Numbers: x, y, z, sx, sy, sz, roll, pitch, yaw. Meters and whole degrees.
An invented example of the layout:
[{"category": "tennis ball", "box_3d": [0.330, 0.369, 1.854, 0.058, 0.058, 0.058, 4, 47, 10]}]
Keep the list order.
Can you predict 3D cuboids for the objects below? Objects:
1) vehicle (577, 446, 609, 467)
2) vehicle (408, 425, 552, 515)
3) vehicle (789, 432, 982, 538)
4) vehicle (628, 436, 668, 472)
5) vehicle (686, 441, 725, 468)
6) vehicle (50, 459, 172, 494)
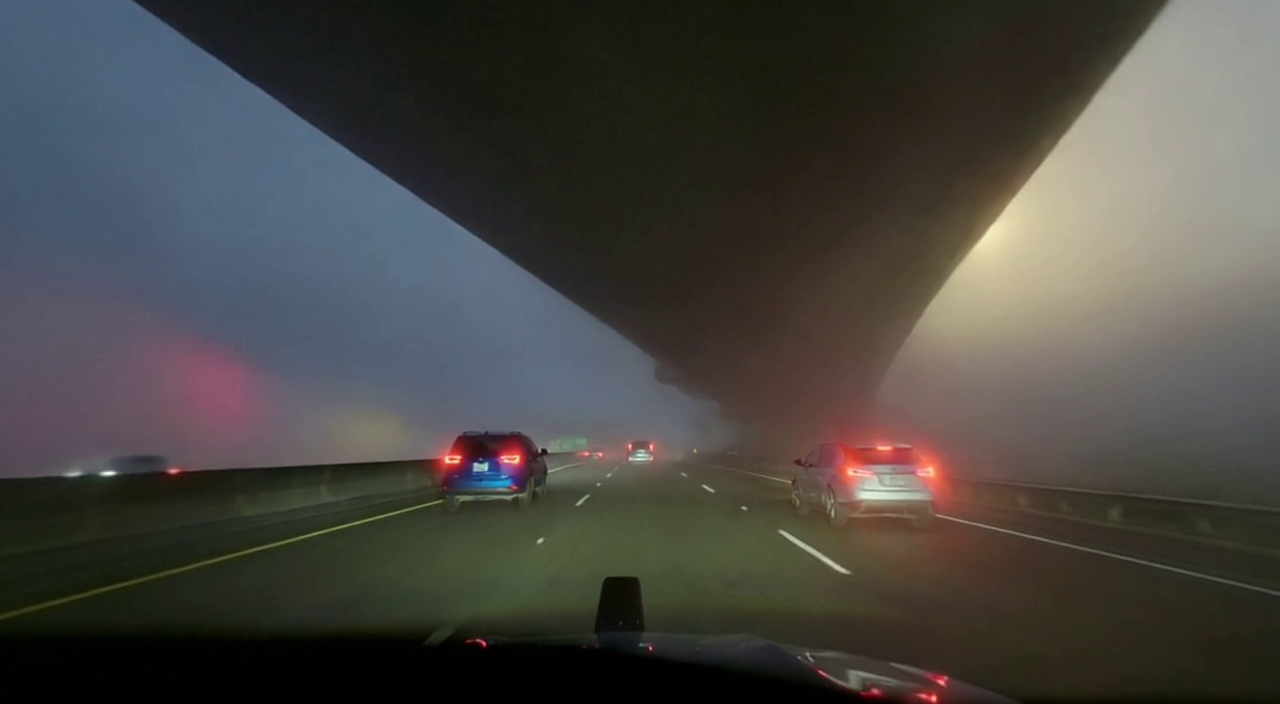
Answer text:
[{"category": "vehicle", "box_3d": [-3.390, 7.593, 45.932, 1.994, 1.475, 4.171, 0, -9, 0]}, {"category": "vehicle", "box_3d": [-3.491, 2.684, 14.798, 2.089, 1.751, 4.515, 0, -9, 1]}, {"category": "vehicle", "box_3d": [4.123, 2.276, 11.353, 1.959, 1.554, 3.795, 0, -9, 1]}, {"category": "vehicle", "box_3d": [0.440, 5.827, 36.146, 2.155, 1.909, 4.529, 0, -9, 0]}, {"category": "vehicle", "box_3d": [4.588, 7.268, 44.995, 2.231, 1.807, 4.588, 0, -9, -1]}, {"category": "vehicle", "box_3d": [-26.105, 6.124, 31.339, 1.860, 1.516, 4.638, 0, -9, 3]}]
